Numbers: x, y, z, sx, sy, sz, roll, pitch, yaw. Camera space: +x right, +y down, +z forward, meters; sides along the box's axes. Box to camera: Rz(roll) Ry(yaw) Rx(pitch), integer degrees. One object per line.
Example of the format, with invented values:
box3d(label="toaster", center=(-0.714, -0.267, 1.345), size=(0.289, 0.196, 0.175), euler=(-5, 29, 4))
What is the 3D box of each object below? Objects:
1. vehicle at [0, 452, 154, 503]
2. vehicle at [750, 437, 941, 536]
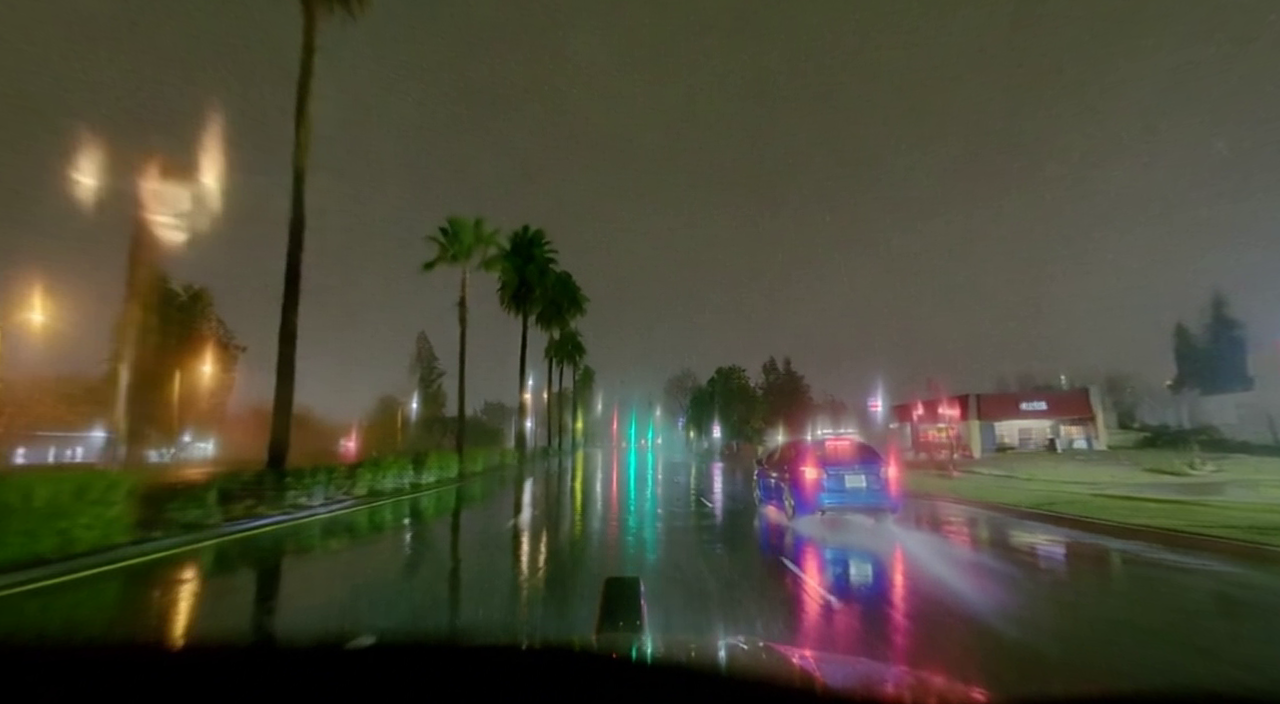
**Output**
box3d(label="vehicle", center=(-19.590, 4.244, 21.803), size=(1.892, 1.481, 4.694), euler=(0, -8, 0))
box3d(label="vehicle", center=(3.406, 2.297, 11.508), size=(1.978, 1.442, 4.262), euler=(0, -8, -1))
